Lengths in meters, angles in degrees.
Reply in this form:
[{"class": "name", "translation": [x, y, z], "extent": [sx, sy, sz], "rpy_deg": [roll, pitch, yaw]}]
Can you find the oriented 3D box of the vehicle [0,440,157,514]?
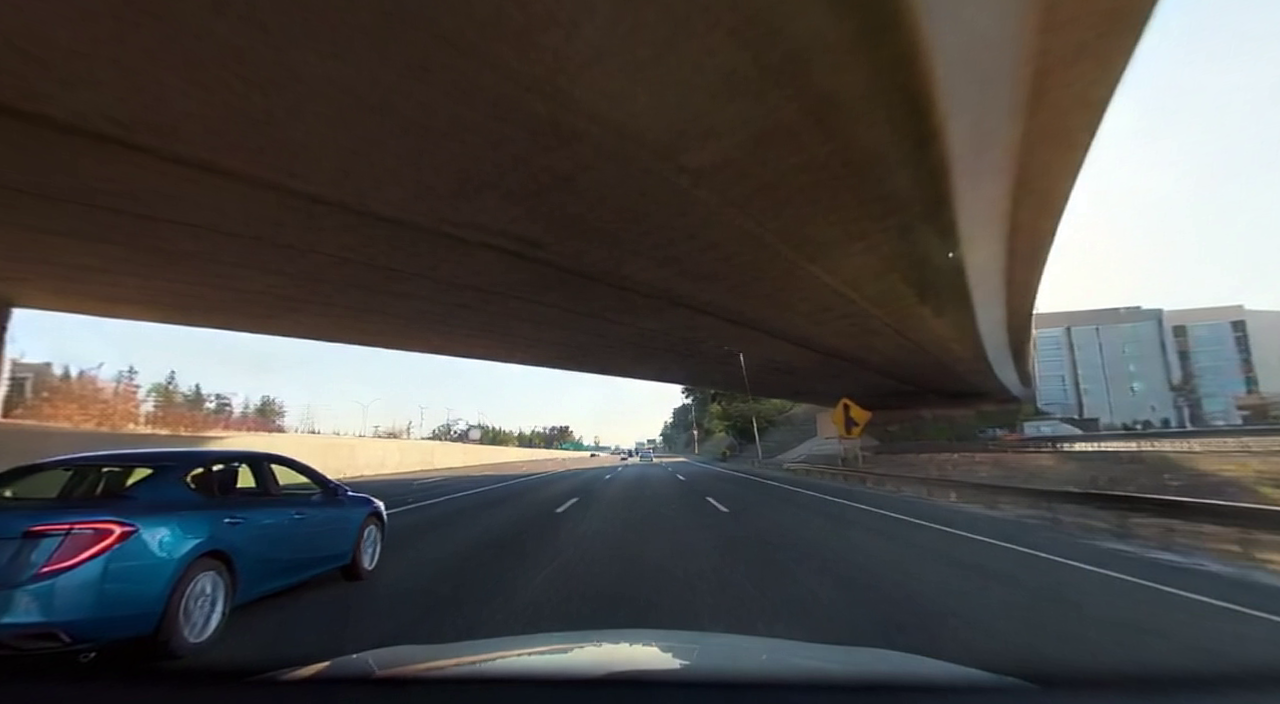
[{"class": "vehicle", "translation": [-14.523, 2.947, 15.259], "extent": [2.016, 1.546, 4.353], "rpy_deg": [0, -9, 1]}]
